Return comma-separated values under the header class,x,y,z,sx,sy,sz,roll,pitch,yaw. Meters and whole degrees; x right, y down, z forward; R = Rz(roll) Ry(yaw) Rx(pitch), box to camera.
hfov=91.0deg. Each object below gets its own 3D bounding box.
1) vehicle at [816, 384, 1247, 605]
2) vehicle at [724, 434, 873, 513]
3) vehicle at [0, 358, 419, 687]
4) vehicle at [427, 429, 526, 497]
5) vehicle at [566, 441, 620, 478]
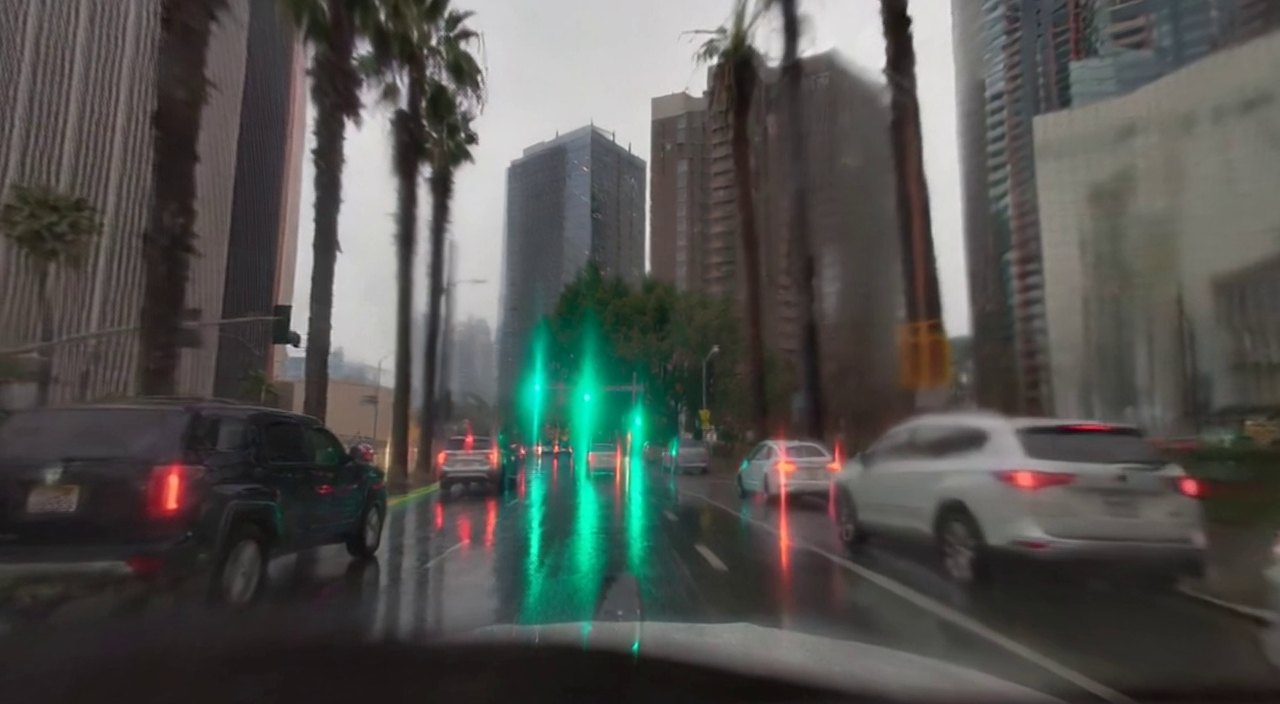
class,x,y,z,sx,sy,sz,roll,pitch,yaw
vehicle,3.914,1.520,7.588,1.963,1.802,4.648,1,-9,-4
vehicle,3.441,2.739,14.770,1.808,1.526,4.894,1,-9,-6
vehicle,-3.637,1.236,5.624,1.800,1.797,4.224,0,-9,-1
vehicle,-4.641,3.206,18.579,2.014,1.740,4.392,1,-9,-4
vehicle,-2.066,4.546,26.814,2.036,1.461,3.890,1,-9,-7
